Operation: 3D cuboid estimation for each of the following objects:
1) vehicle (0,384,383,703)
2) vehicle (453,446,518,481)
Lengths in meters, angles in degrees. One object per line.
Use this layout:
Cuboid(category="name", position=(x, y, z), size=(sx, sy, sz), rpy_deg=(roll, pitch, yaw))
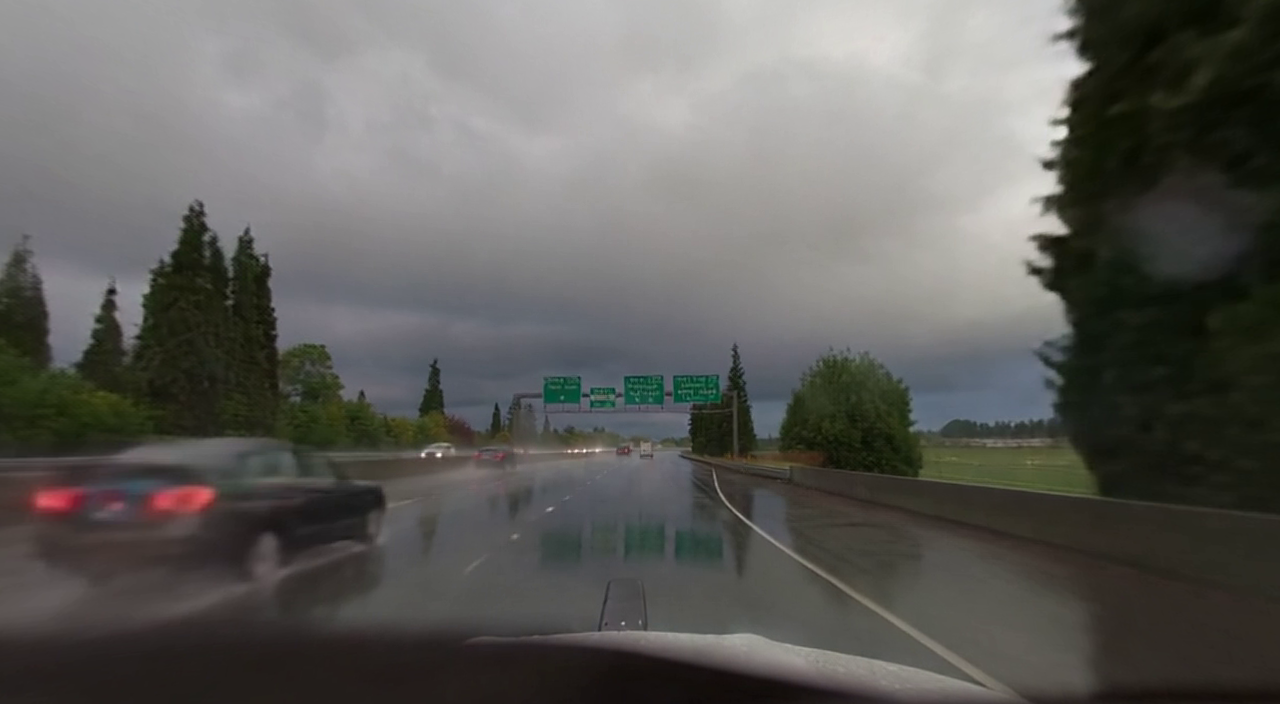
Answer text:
Cuboid(category="vehicle", position=(-3.848, 1.233, 4.757), size=(1.875, 1.587, 4.687), rpy_deg=(1, -9, -1))
Cuboid(category="vehicle", position=(-7.136, 5.206, 29.656), size=(1.835, 1.459, 4.636), rpy_deg=(0, -9, 1))
